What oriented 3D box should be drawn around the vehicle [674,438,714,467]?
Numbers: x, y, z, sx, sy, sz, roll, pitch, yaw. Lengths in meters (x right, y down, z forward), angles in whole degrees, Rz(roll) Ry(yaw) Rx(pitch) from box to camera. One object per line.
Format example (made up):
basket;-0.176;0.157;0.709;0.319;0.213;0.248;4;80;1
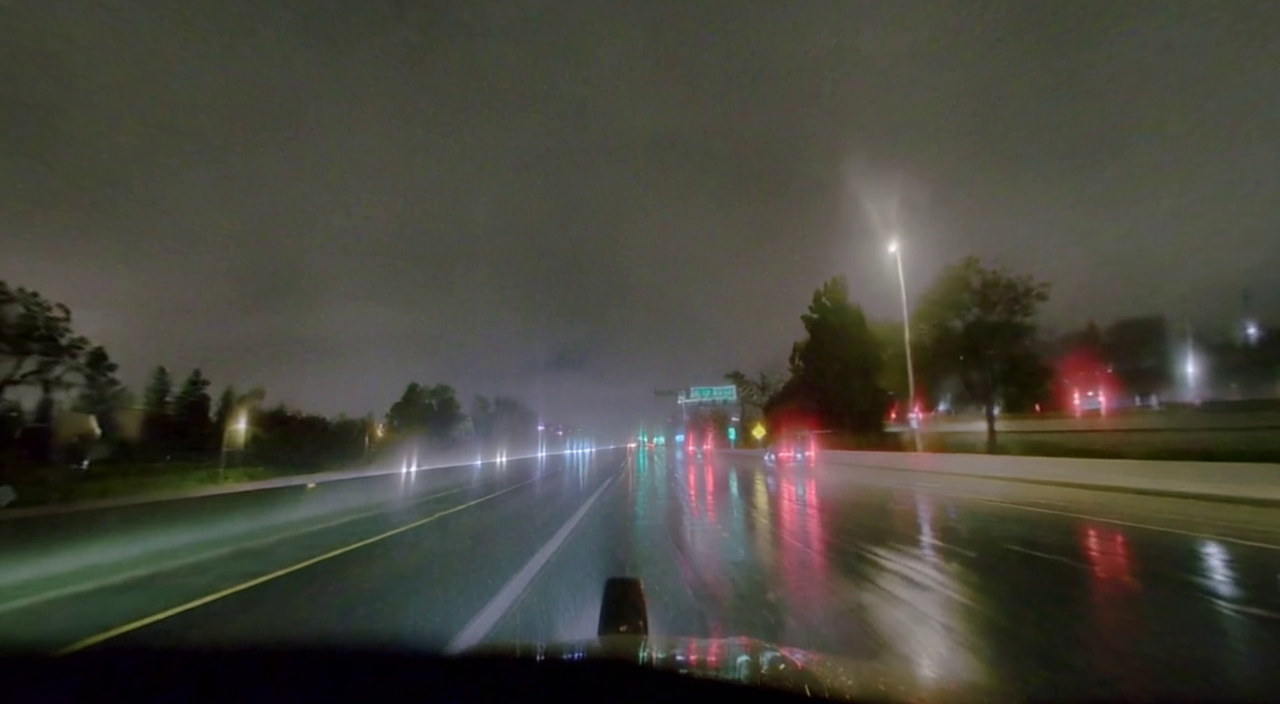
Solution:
vehicle;3.406;6.469;40.604;2.099;1.748;4.331;0;-8;-2
